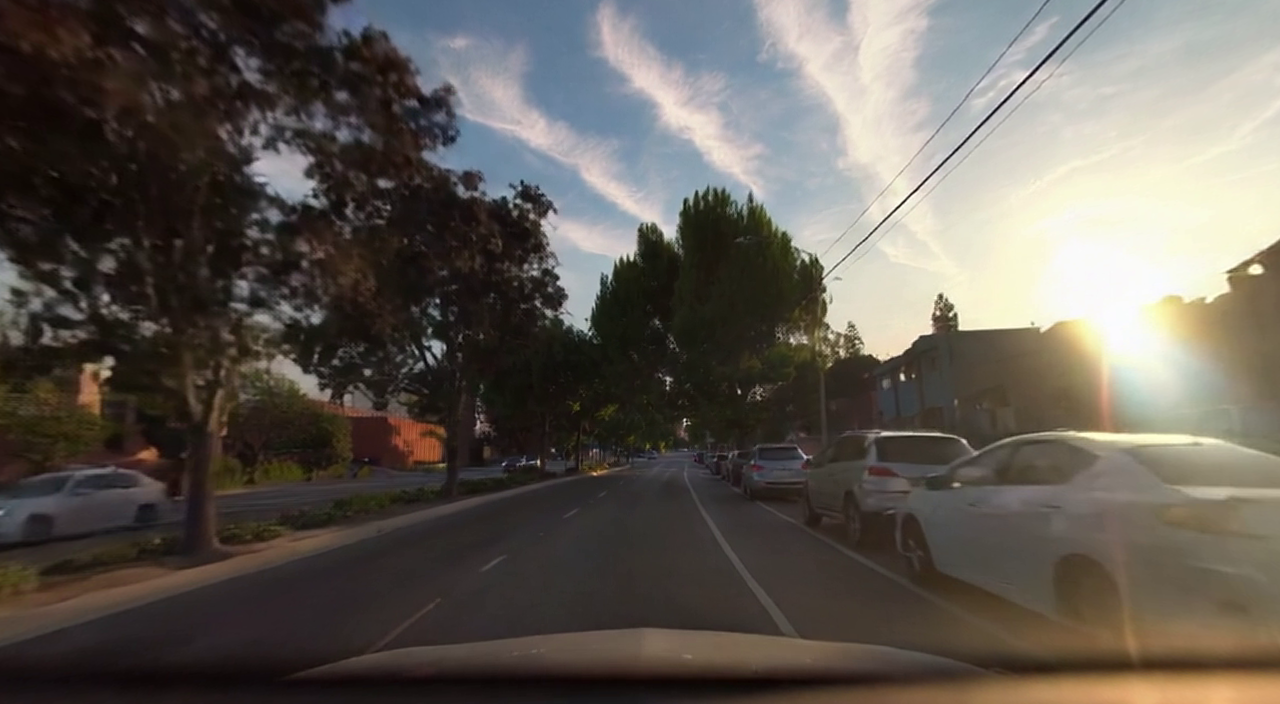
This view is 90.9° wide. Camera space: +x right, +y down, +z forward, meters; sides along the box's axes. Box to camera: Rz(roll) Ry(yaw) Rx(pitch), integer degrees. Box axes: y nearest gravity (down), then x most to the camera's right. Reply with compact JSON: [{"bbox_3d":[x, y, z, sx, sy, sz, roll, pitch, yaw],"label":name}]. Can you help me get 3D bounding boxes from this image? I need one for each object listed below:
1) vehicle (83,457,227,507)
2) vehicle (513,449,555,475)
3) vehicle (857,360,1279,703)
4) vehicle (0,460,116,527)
[{"bbox_3d":[-19.010,5.086,25.042,2.013,1.667,4.412,-1,-8,4],"label":"vehicle"},{"bbox_3d":[-7.512,7.805,45.196,2.331,1.696,4.861,0,-8,-1],"label":"vehicle"},{"bbox_3d":[3.562,1.251,4.801,2.078,1.738,5.133,0,-8,1],"label":"vehicle"},{"bbox_3d":[-16.139,3.507,15.682,1.946,1.492,4.794,0,-8,2],"label":"vehicle"}]
